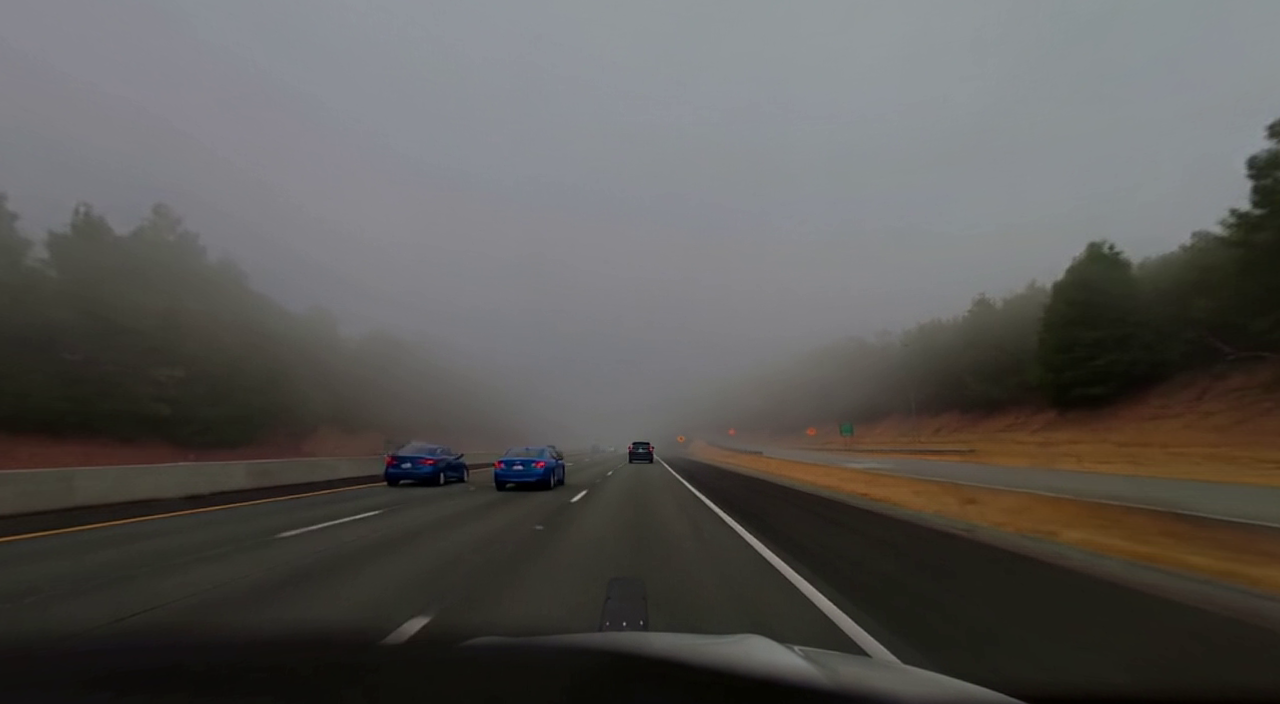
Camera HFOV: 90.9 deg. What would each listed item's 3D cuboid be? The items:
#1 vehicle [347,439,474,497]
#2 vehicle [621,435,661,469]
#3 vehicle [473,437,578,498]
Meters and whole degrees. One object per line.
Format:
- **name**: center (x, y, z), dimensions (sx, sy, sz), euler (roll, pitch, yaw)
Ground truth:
- **vehicle**: center (-6.728, 3.438, 19.161), dimensions (2.009, 1.519, 4.697), euler (0, -8, 1)
- **vehicle**: center (0.086, 6.188, 39.097), dimensions (2.309, 1.915, 5.130), euler (0, -8, 1)
- **vehicle**: center (-3.295, 3.449, 19.370), dimensions (2.139, 1.589, 5.102), euler (-1, -8, 2)
